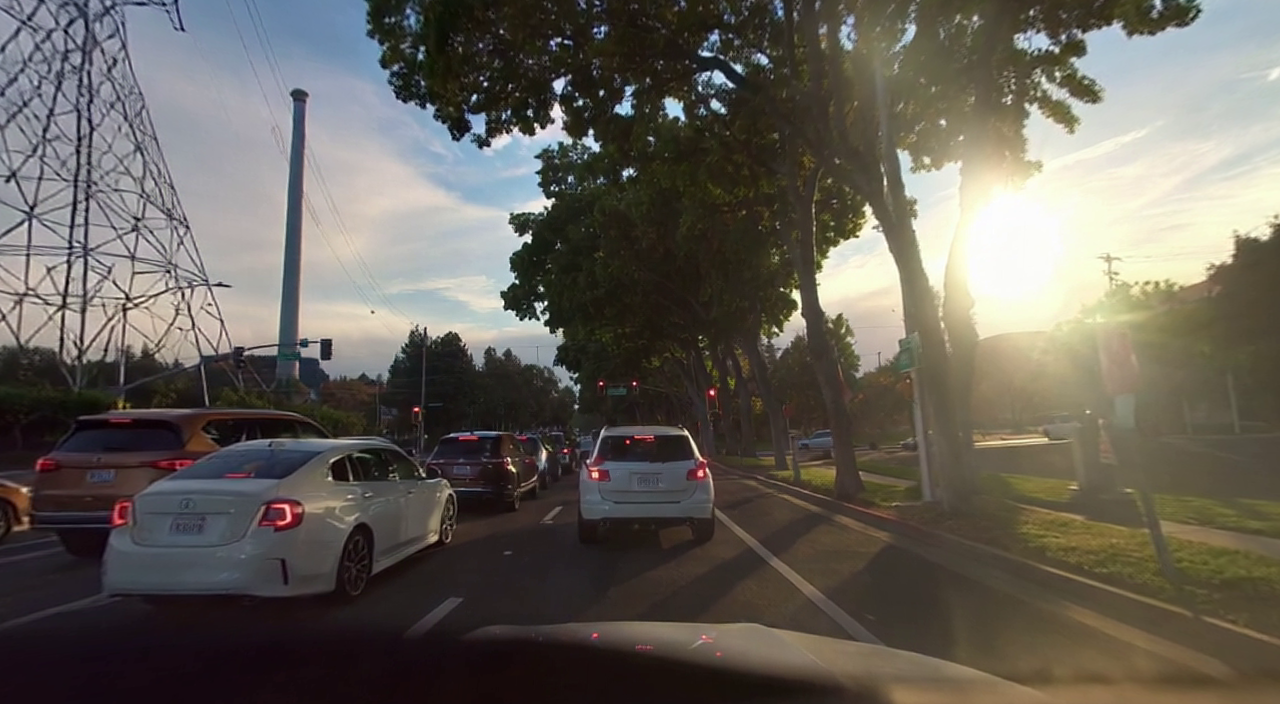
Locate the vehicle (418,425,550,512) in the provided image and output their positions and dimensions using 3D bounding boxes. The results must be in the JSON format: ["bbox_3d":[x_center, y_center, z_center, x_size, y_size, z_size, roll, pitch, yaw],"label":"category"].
[{"bbox_3d":[-3.255,2.508,14.025,1.997,1.636,3.760,0,-8,-1],"label":"vehicle"}]

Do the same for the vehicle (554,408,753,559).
[{"bbox_3d":[0.094,1.783,9.291,2.239,1.661,4.224,0,-8,-2],"label":"vehicle"}]

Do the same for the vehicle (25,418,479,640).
[{"bbox_3d":[-3.185,1.515,6.550,1.973,1.469,4.448,0,-8,-1],"label":"vehicle"}]

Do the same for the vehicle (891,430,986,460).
[{"bbox_3d":[15.097,4.721,32.111,3.858,1.437,1.899,0,-8,-5],"label":"vehicle"}]
